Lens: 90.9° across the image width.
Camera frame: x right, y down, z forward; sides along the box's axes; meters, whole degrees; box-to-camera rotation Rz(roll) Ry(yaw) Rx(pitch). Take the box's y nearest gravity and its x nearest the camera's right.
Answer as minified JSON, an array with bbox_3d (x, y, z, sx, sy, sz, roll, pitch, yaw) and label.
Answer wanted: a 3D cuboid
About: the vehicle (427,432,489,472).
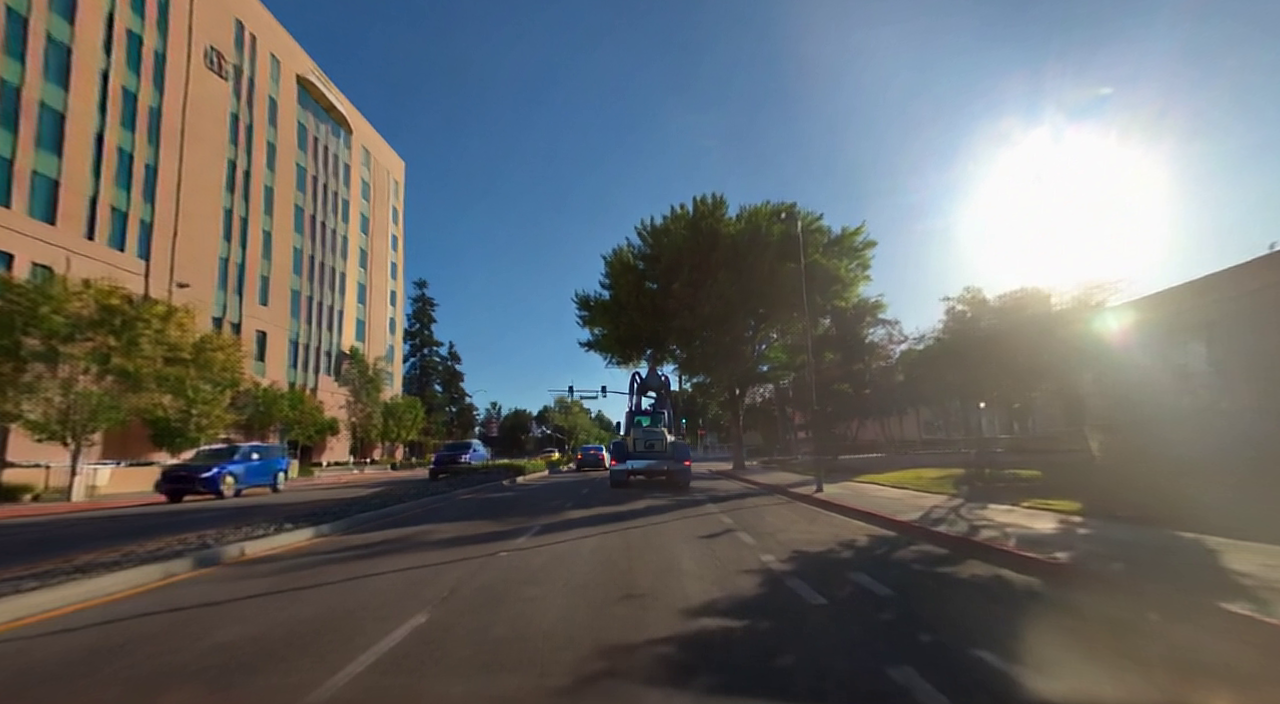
[{"bbox_3d":[-12.081,6.712,42.415,2.404,2.444,5.799,0,-9,0],"label":"vehicle"}]

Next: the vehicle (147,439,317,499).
[{"bbox_3d":[-15.083,4.332,23.956,2.225,1.946,6.187,0,-9,1],"label":"vehicle"}]

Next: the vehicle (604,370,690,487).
[{"bbox_3d":[0.203,3.116,24.367,2.552,3.461,11.044,-1,-9,0],"label":"vehicle"}]

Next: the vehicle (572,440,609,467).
[{"bbox_3d":[-3.210,6.751,41.910,2.081,1.688,4.235,0,-9,0],"label":"vehicle"}]
